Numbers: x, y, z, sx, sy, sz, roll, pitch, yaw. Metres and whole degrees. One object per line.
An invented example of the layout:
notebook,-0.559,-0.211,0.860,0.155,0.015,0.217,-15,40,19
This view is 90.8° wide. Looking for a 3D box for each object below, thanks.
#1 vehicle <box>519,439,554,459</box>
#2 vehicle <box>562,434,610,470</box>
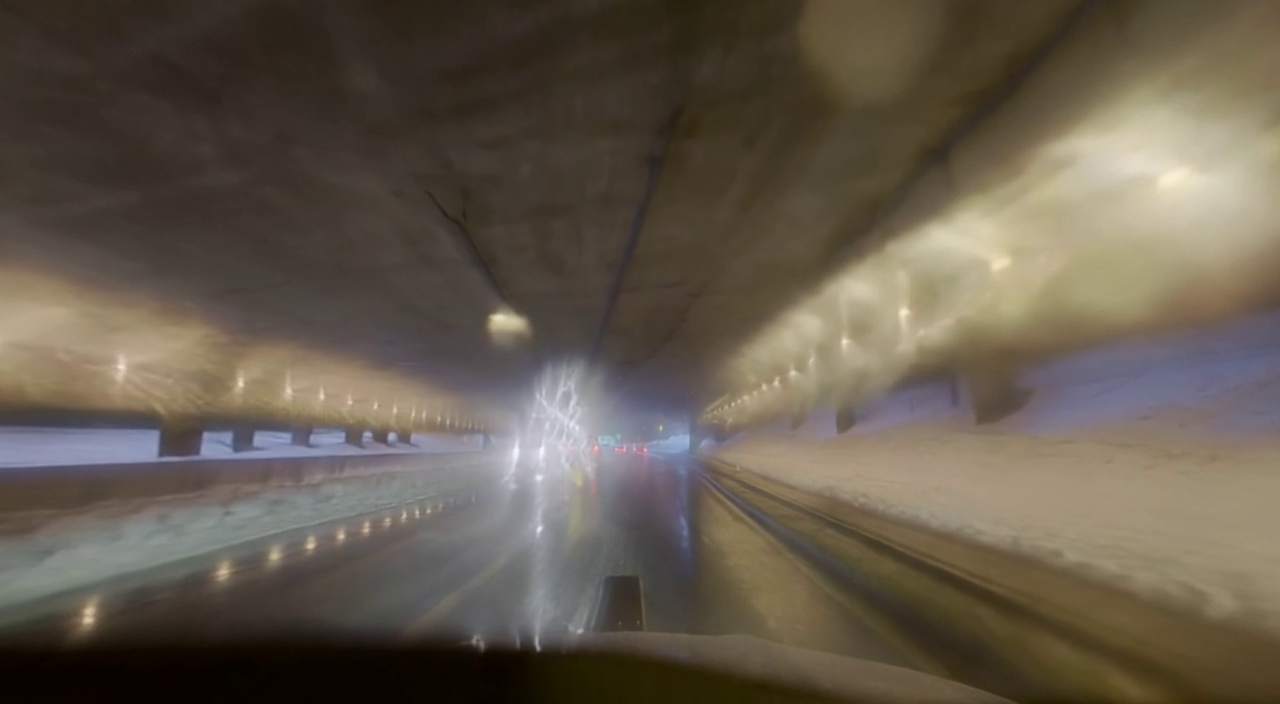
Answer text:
vehicle,-7.900,7.422,48.468,1.963,1.414,4.567,0,-8,-1
vehicle,-2.713,5.138,32.652,1.961,1.725,4.315,-1,-8,2
